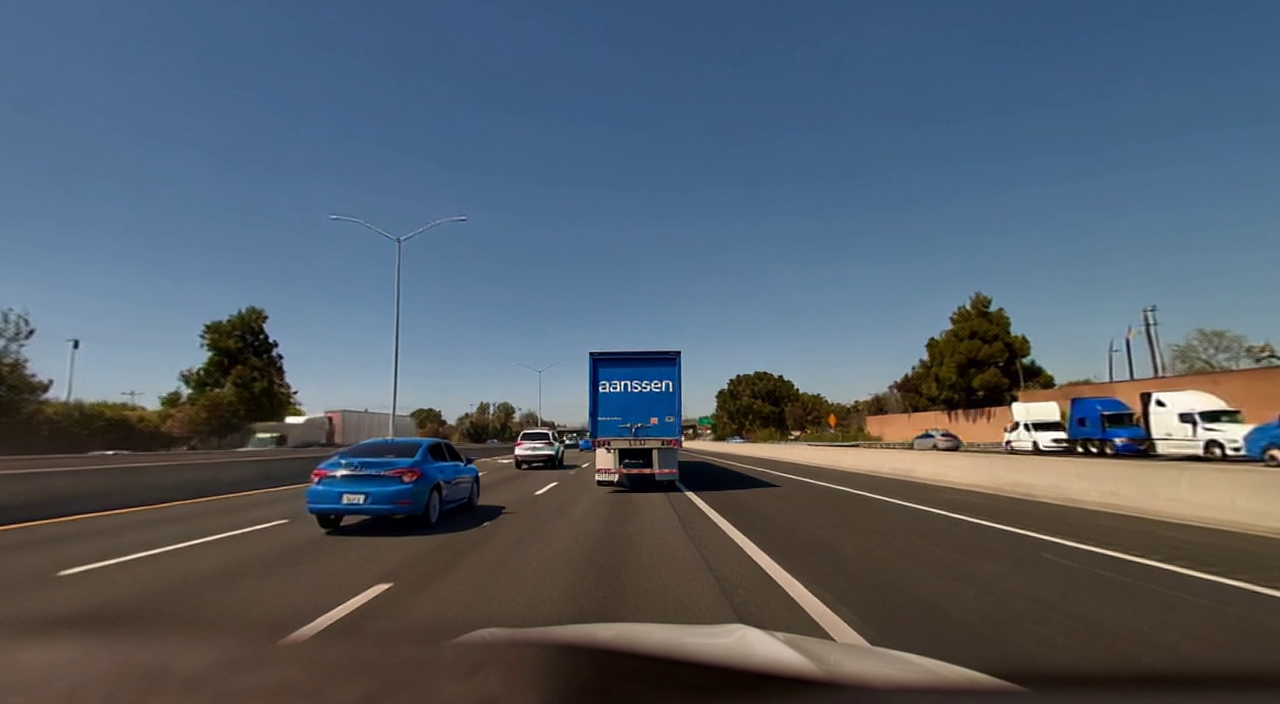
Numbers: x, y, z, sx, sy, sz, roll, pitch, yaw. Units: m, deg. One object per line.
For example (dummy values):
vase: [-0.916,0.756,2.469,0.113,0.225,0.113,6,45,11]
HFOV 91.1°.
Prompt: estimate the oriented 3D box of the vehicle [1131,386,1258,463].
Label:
vehicle: [19.519,2.590,22.296,1.658,2.523,2.851,0,-8,-2]

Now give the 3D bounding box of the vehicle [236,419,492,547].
vehicle: [-3.794,1.852,9.692,1.964,1.507,4.361,0,-8,0]

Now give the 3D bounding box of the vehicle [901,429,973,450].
vehicle: [21.921,6.481,46.442,4.324,1.489,2.017,-8,-11,44]

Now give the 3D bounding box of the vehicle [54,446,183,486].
vehicle: [-22.727,4.948,27.664,2.036,1.530,4.215,0,-8,1]

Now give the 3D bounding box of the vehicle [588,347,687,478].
vehicle: [-0.171,2.658,25.809,3.171,4.204,11.036,0,-8,-1]

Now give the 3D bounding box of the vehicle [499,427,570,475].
vehicle: [-3.825,3.652,23.462,1.946,1.599,4.073,0,-8,0]

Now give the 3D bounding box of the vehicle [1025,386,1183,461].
vehicle: [18.912,3.010,26.103,2.432,2.753,5.388,0,-8,1]
